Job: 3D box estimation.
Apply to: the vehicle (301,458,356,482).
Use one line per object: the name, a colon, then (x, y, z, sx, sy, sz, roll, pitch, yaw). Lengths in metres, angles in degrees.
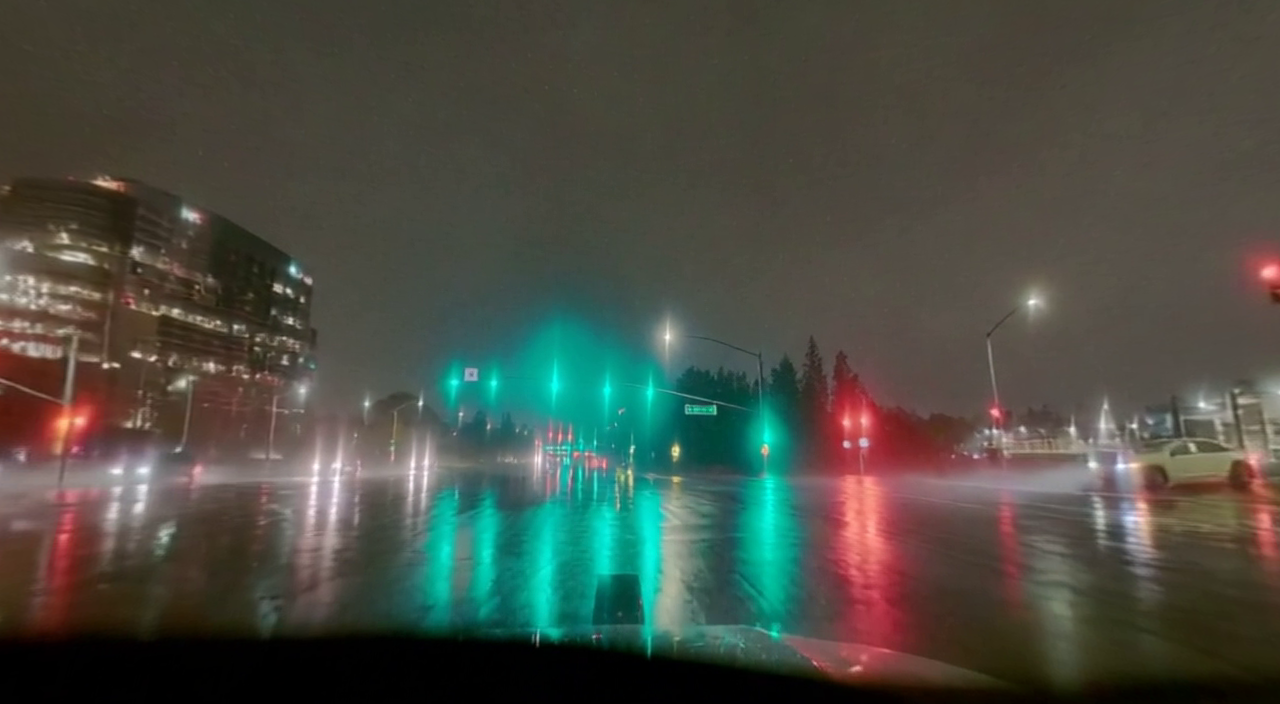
vehicle: (-21.533, 8.173, 43.858, 1.774, 1.518, 3.953, 0, -9, 1)

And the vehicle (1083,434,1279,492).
vehicle: (18.097, 3.653, 20.971, 5.003, 1.786, 2.369, 0, -8, -2)

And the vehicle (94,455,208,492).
vehicle: (-21.575, 5.336, 28.071, 1.945, 1.466, 3.809, 0, -9, 1)

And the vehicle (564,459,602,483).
vehicle: (-3.738, 7.864, 42.021, 2.073, 1.445, 4.151, 0, -8, 1)
